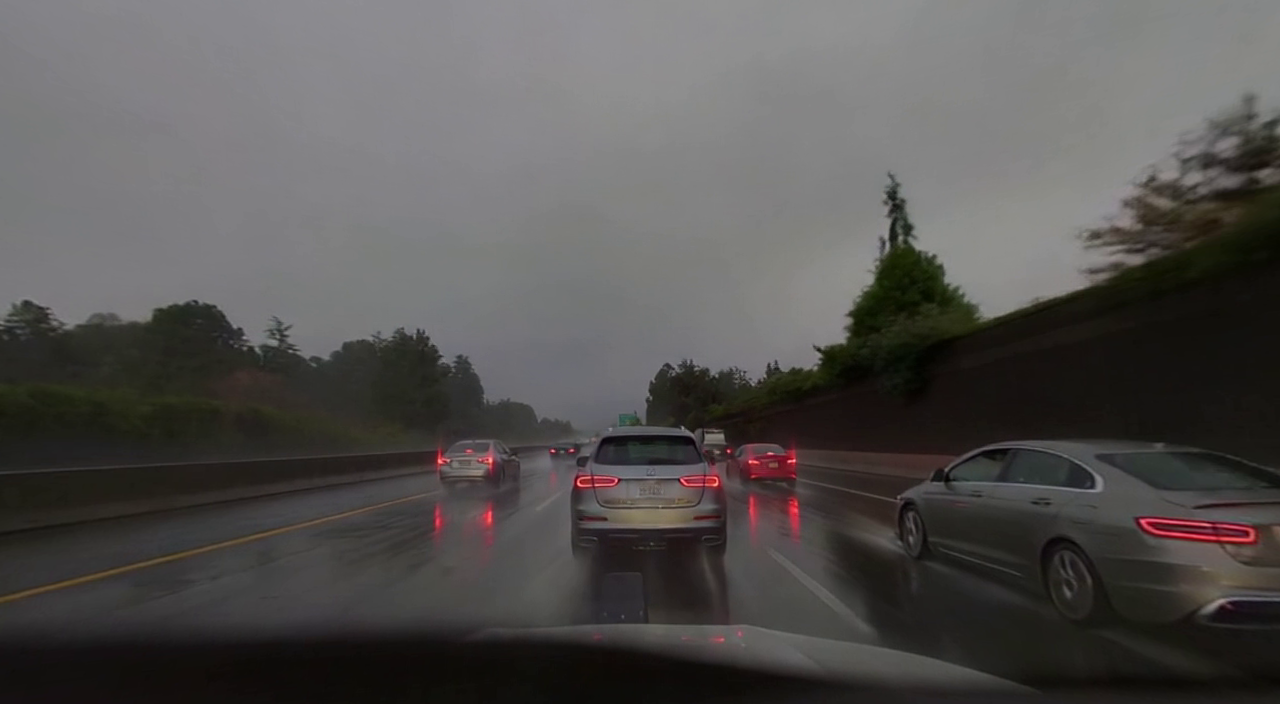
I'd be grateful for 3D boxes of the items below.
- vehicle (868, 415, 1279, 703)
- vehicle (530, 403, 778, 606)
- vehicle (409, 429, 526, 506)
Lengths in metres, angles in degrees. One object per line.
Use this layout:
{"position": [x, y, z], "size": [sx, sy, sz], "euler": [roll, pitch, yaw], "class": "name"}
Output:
{"position": [3.716, 1.362, 5.170], "size": [1.953, 1.434, 4.511], "euler": [0, -9, -1], "class": "vehicle"}
{"position": [0.079, 1.579, 7.296], "size": [2.093, 1.695, 3.782], "euler": [0, -9, -1], "class": "vehicle"}
{"position": [-4.245, 2.906, 16.182], "size": [1.890, 1.708, 3.844], "euler": [0, -9, 0], "class": "vehicle"}
